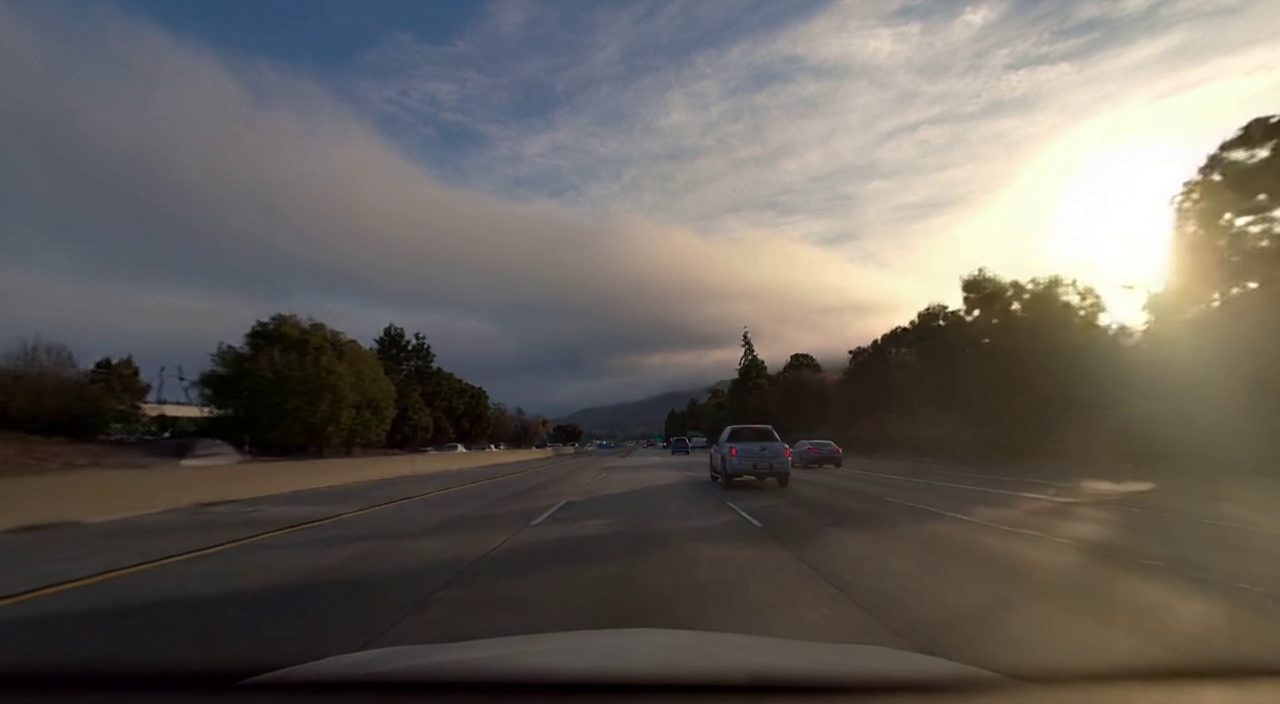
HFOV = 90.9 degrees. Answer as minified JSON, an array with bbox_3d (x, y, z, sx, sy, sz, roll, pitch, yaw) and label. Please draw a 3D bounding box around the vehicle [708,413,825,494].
[{"bbox_3d":[3.417,2.903,18.359,2.218,1.964,5.662,0,-8,0],"label":"vehicle"}]
